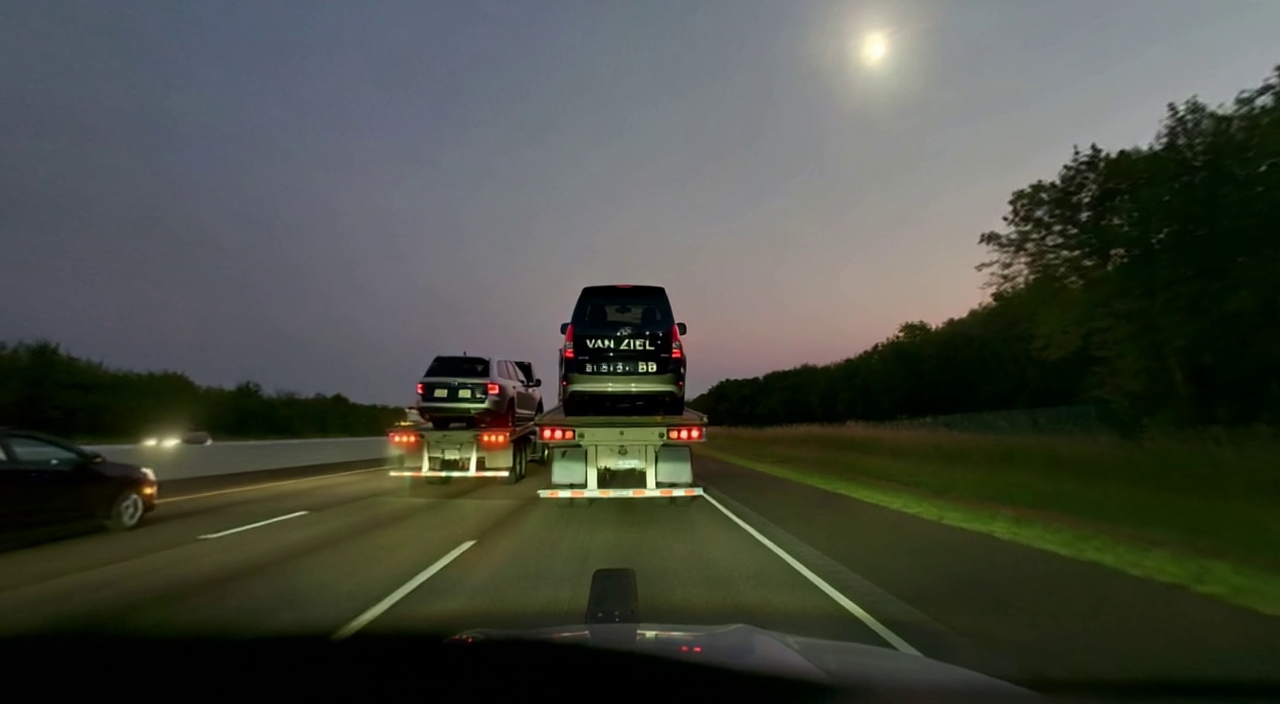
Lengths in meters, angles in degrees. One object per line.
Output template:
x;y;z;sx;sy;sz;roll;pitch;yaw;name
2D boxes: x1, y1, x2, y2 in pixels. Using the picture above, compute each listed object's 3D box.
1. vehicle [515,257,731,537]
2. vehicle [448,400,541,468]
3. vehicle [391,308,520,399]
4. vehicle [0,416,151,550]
-0.410;1.135;12.791;2.738;3.628;9.223;0;-7;-2;vehicle
-4.581;2.685;20.581;2.258;1.970;4.402;0;-8;-4;vehicle
-4.555;0.202;16.417;2.118;1.799;4.591;0;-7;-2;vehicle
-8.292;1.478;7.029;1.897;1.524;4.790;0;-7;-1;vehicle
